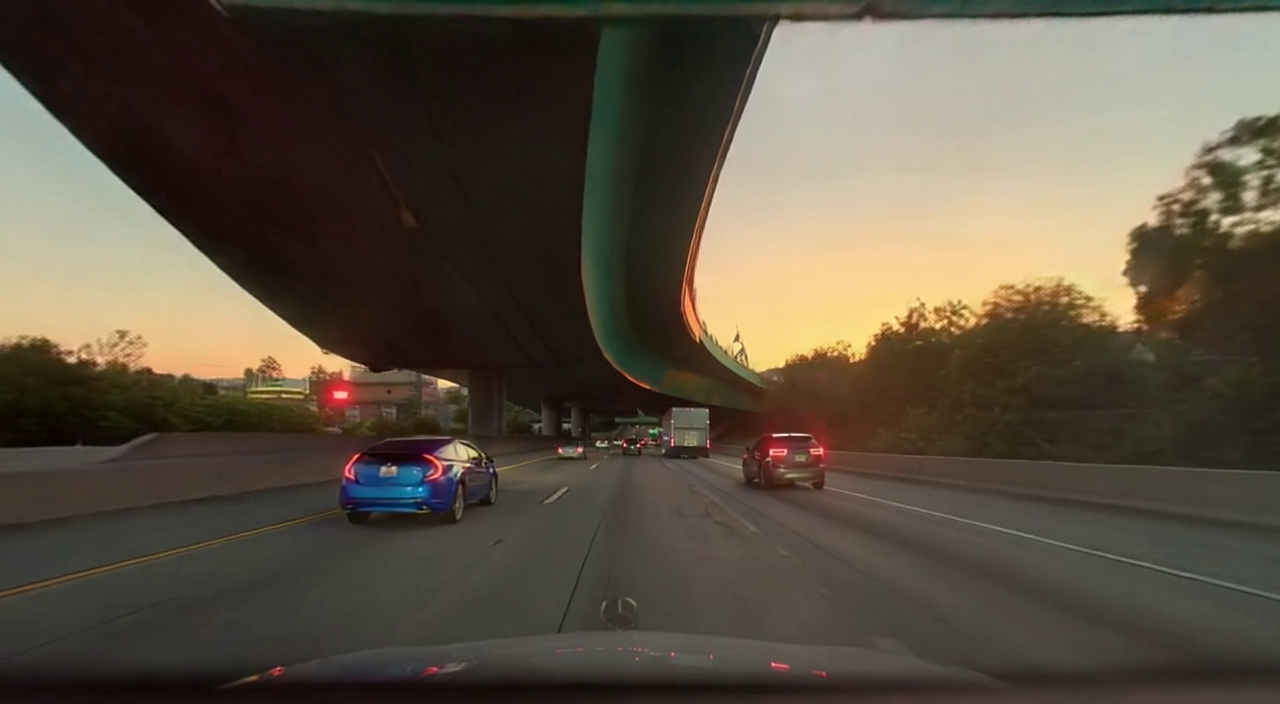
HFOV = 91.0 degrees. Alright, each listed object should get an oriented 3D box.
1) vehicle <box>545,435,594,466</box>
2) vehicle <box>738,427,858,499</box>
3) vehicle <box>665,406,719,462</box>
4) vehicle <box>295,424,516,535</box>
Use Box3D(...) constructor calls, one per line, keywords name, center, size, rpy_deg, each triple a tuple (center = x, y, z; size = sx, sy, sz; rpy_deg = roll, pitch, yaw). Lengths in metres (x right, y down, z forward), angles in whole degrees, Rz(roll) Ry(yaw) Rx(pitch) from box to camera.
Box3D(name="vehicle", center=(-3.532, 5.043, 32.376), size=(2.064, 1.479, 4.370), rpy_deg=(0, -8, -1))
Box3D(name="vehicle", center=(3.964, 2.842, 16.581), size=(2.001, 1.625, 4.088), rpy_deg=(0, -8, -1))
Box3D(name="vehicle", center=(3.588, 6.076, 46.119), size=(2.824, 3.585, 11.410), rpy_deg=(-1, -8, -1))
Box3D(name="vehicle", center=(-3.658, 2.075, 10.921), size=(2.122, 1.486, 4.532), rpy_deg=(0, -8, 0))
